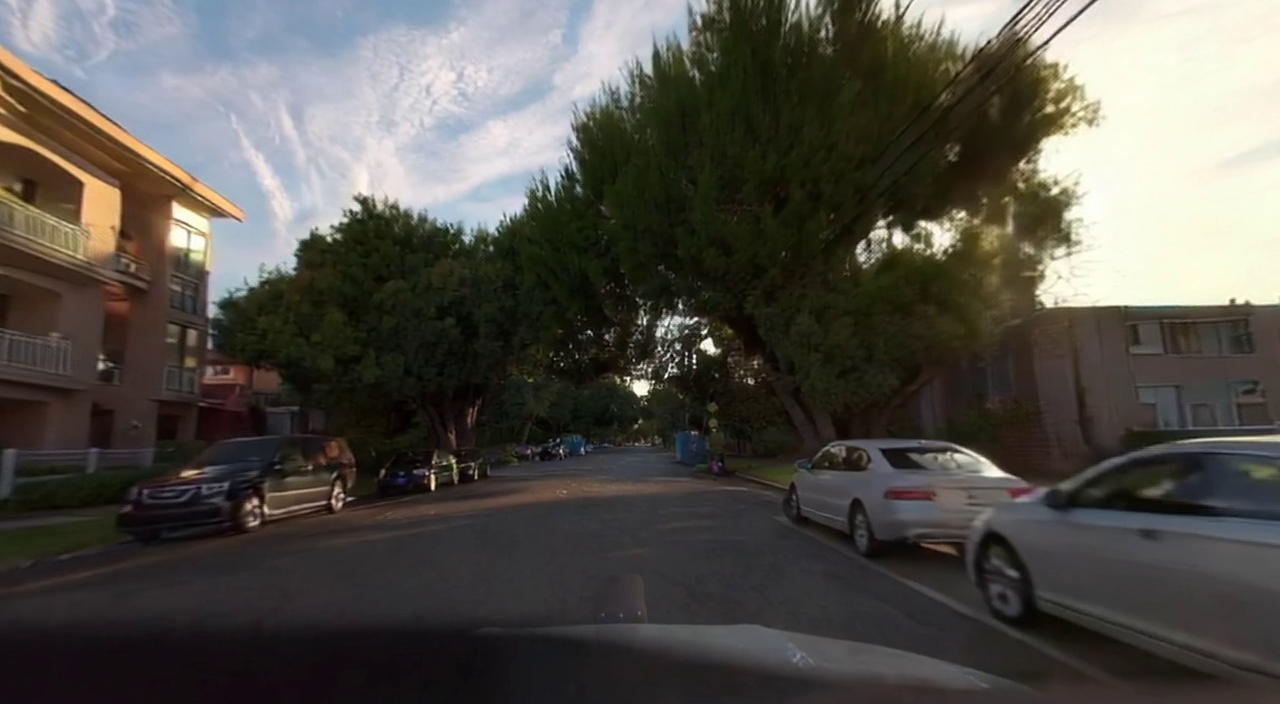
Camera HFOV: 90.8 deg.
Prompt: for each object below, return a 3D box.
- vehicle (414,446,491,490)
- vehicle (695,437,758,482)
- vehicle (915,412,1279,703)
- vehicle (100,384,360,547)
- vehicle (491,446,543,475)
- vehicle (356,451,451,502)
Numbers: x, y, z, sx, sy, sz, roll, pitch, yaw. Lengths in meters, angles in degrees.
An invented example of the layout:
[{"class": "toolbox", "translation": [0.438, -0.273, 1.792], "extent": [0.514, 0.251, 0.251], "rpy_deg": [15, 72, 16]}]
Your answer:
[{"class": "vehicle", "translation": [-7.759, 4.841, 26.602], "extent": [1.917, 1.618, 4.825], "rpy_deg": [-1, -10, -2]}, {"class": "vehicle", "translation": [3.585, 4.522, 26.919], "extent": [2.095, 1.694, 4.592], "rpy_deg": [-1, -8, 1]}, {"class": "vehicle", "translation": [3.804, 1.226, 3.888], "extent": [1.943, 1.563, 4.752], "rpy_deg": [1, -9, -2]}, {"class": "vehicle", "translation": [-7.157, 2.030, 11.728], "extent": [1.889, 2.463, 4.142], "rpy_deg": [0, -9, 1]}, {"class": "vehicle", "translation": [-7.480, 6.643, 38.877], "extent": [2.145, 1.488, 4.646], "rpy_deg": [-2, -7, 1]}, {"class": "vehicle", "translation": [-7.768, 4.101, 21.209], "extent": [1.873, 1.437, 4.068], "rpy_deg": [-1, -8, -4]}]
